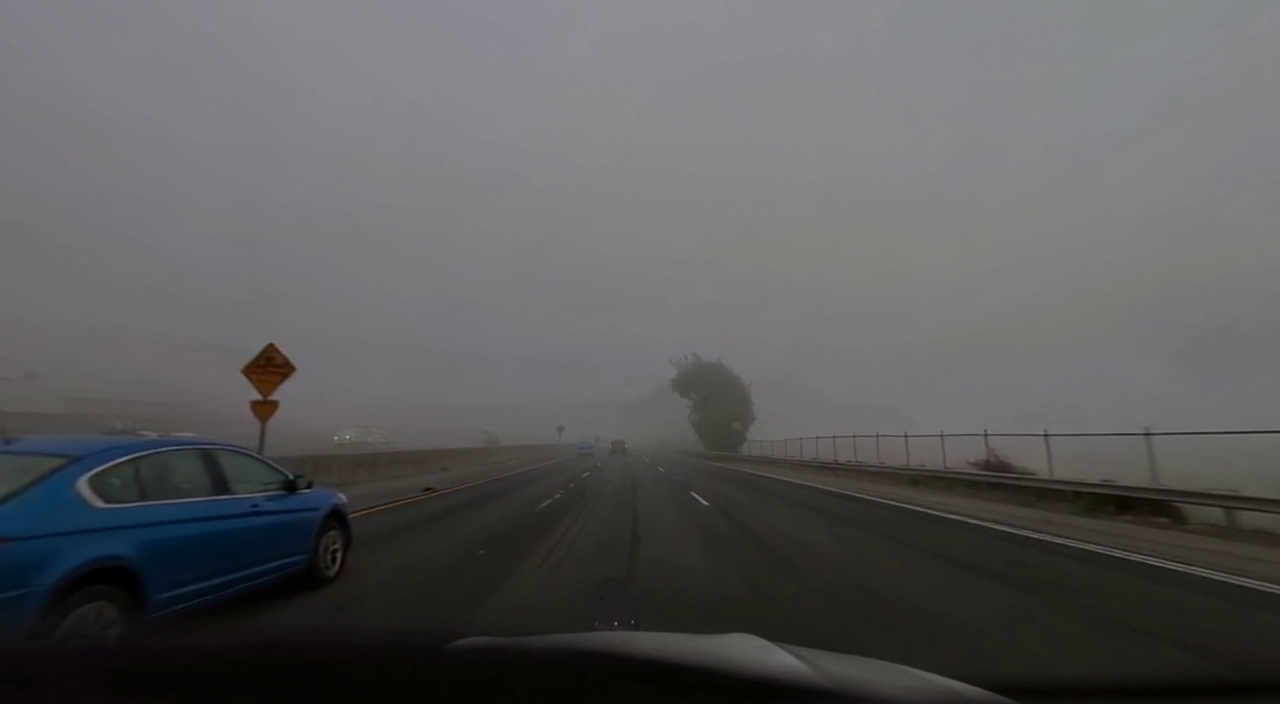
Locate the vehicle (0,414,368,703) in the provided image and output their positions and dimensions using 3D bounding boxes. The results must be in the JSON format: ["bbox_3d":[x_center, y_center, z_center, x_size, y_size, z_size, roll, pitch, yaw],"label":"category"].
[{"bbox_3d":[-3.683,1.226,4.206,1.916,1.451,4.166,0,-8,-1],"label":"vehicle"}]
